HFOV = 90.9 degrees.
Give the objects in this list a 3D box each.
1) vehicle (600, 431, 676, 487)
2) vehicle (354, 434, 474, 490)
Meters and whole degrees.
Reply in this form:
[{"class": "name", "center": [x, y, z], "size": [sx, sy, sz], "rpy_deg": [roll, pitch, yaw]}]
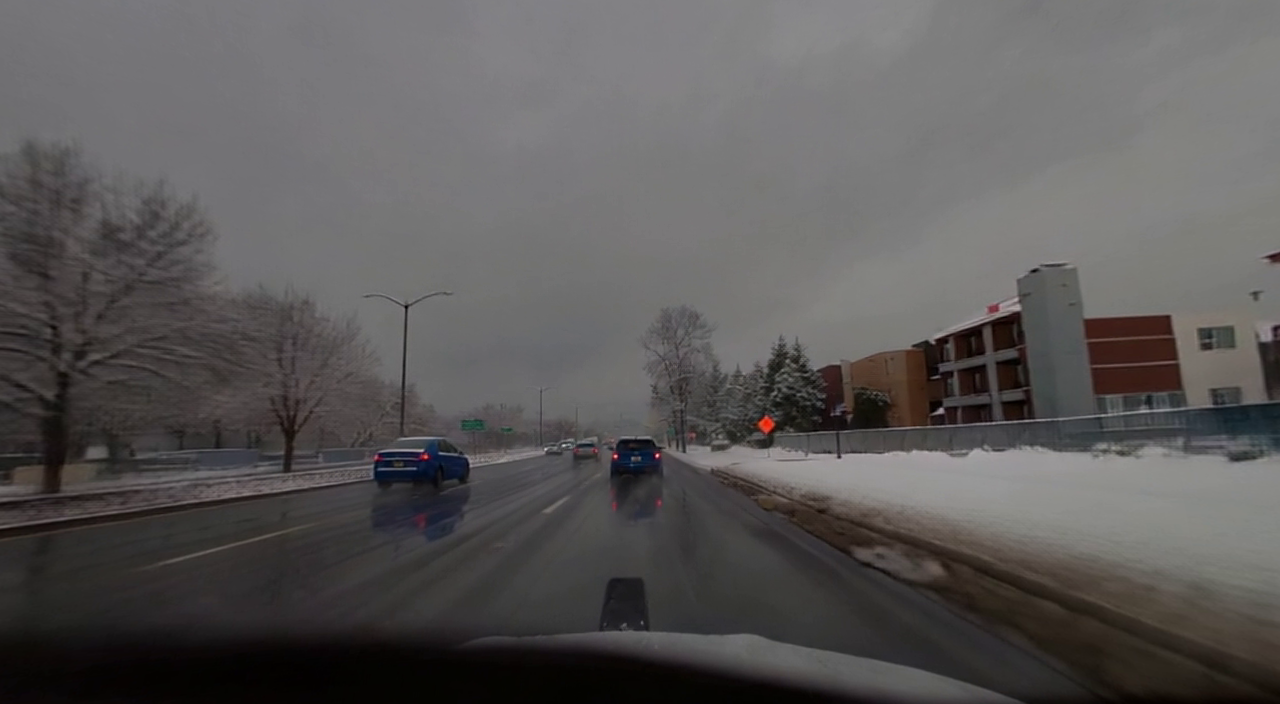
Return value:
[{"class": "vehicle", "center": [-0.074, 3.478, 20.824], "size": [2.227, 1.654, 4.091], "rpy_deg": [0, -8, 0]}, {"class": "vehicle", "center": [-6.663, 3.285, 19.145], "size": [1.877, 1.479, 4.430], "rpy_deg": [0, -8, 2]}]
